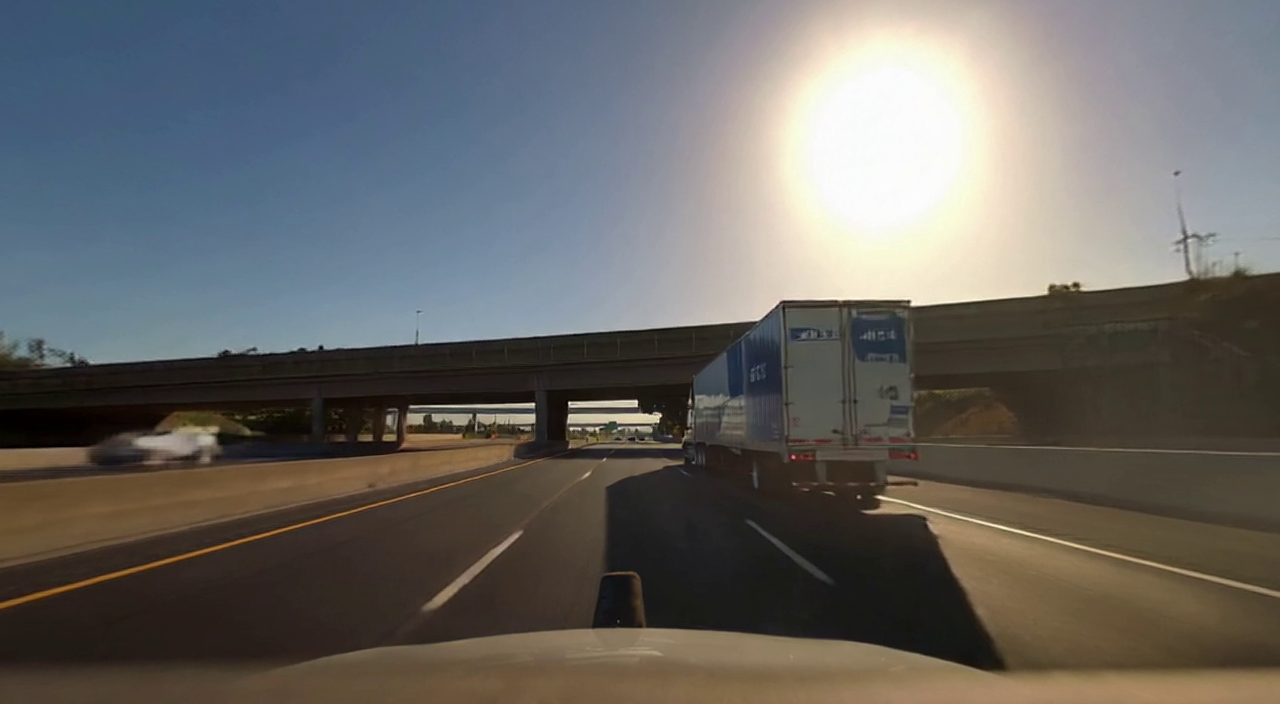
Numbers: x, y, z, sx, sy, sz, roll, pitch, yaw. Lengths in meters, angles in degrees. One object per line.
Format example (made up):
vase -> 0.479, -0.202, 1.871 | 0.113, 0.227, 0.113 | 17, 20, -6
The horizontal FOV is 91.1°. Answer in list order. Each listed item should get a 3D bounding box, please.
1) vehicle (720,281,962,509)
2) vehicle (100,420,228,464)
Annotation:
vehicle -> 4.053, 1.323, 15.543 | 2.880, 3.986, 9.103 | 0, -8, 0
vehicle -> -18.925, 3.606, 25.260 | 1.846, 1.606, 4.176 | 0, -8, 0
